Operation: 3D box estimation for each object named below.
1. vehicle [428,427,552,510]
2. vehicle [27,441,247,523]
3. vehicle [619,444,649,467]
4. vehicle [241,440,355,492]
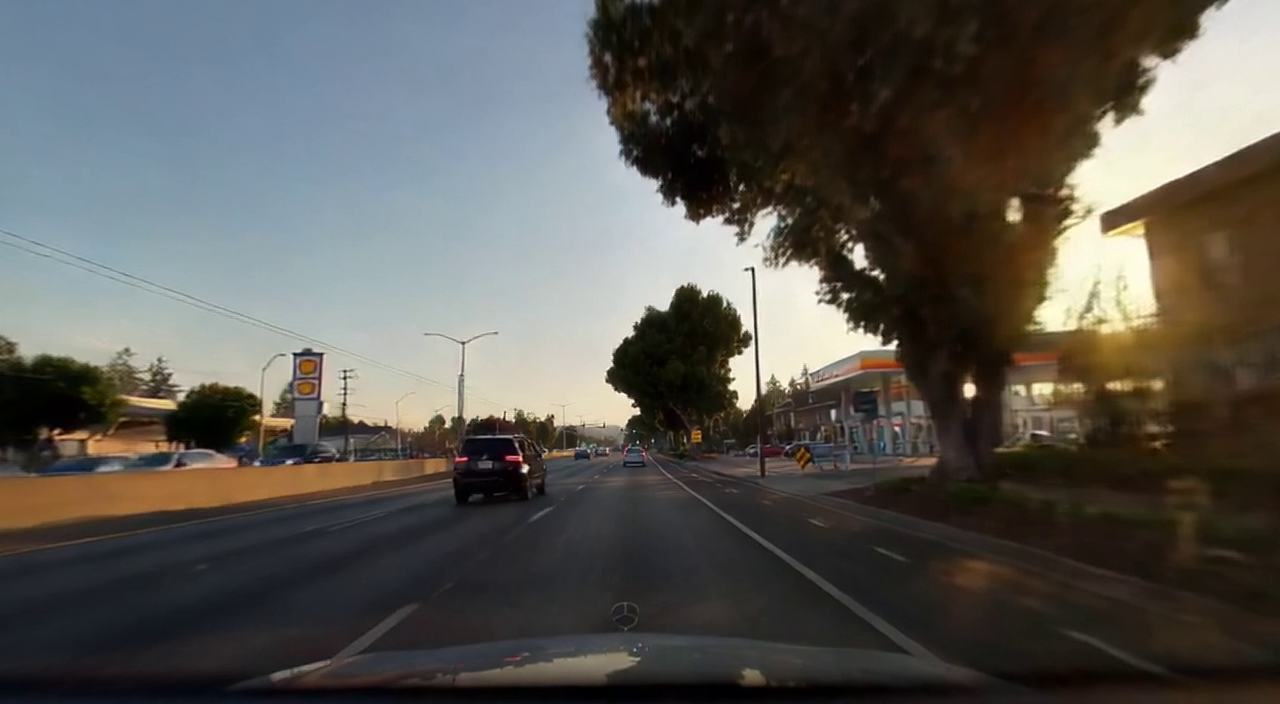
[{"bbox_3d":[-3.555,2.845,15.957,1.985,1.772,4.479,0,-8,0],"label":"vehicle"},{"bbox_3d":[-11.839,3.018,15.350,1.861,1.550,4.321,-4,-8,-1],"label":"vehicle"},{"bbox_3d":[-0.421,7.793,47.736,2.190,1.662,4.167,0,-8,1],"label":"vehicle"},{"bbox_3d":[-11.807,3.935,22.172,1.893,1.622,4.161,1,-8,-4],"label":"vehicle"}]
